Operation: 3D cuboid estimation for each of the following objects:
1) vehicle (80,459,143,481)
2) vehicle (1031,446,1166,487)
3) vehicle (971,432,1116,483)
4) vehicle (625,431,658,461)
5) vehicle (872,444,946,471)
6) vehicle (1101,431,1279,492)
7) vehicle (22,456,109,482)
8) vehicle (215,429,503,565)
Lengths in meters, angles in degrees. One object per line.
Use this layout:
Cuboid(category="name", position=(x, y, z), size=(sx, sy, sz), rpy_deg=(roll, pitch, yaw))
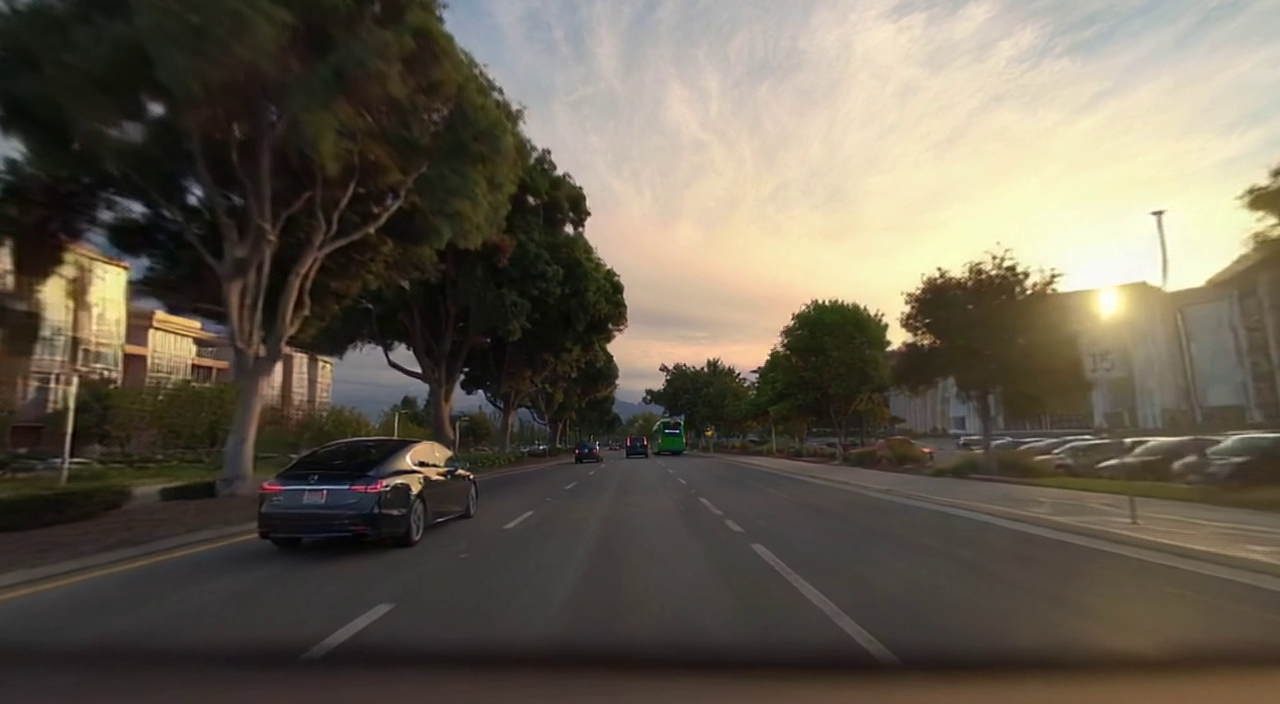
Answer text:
Cuboid(category="vehicle", position=(-39.525, 8.824, 47.343), size=(1.633, 1.433, 3.617), rpy_deg=(0, -8, -1))
Cuboid(category="vehicle", position=(17.258, 4.308, 23.901), size=(3.722, 1.408, 1.766), rpy_deg=(-1, -8, -1))
Cuboid(category="vehicle", position=(16.990, 4.463, 26.801), size=(4.520, 1.834, 2.167), rpy_deg=(-3, -9, 0))
Cuboid(category="vehicle", position=(0.065, 7.120, 47.703), size=(2.336, 2.122, 5.207), rpy_deg=(0, -8, -1))
Cuboid(category="vehicle", position=(15.798, 6.216, 37.257), size=(3.495, 1.485, 1.806), rpy_deg=(0, -8, -2))
Cuboid(category="vehicle", position=(16.513, 3.148, 18.357), size=(4.579, 1.623, 2.031), rpy_deg=(0, -8, -1))
Cuboid(category="vehicle", position=(-42.341, 8.605, 46.701), size=(2.037, 1.779, 4.609), rpy_deg=(-2, -10, 0))
Cuboid(category="vehicle", position=(-3.586, 1.922, 9.261), size=(2.120, 1.481, 4.535), rpy_deg=(0, -8, 0))
